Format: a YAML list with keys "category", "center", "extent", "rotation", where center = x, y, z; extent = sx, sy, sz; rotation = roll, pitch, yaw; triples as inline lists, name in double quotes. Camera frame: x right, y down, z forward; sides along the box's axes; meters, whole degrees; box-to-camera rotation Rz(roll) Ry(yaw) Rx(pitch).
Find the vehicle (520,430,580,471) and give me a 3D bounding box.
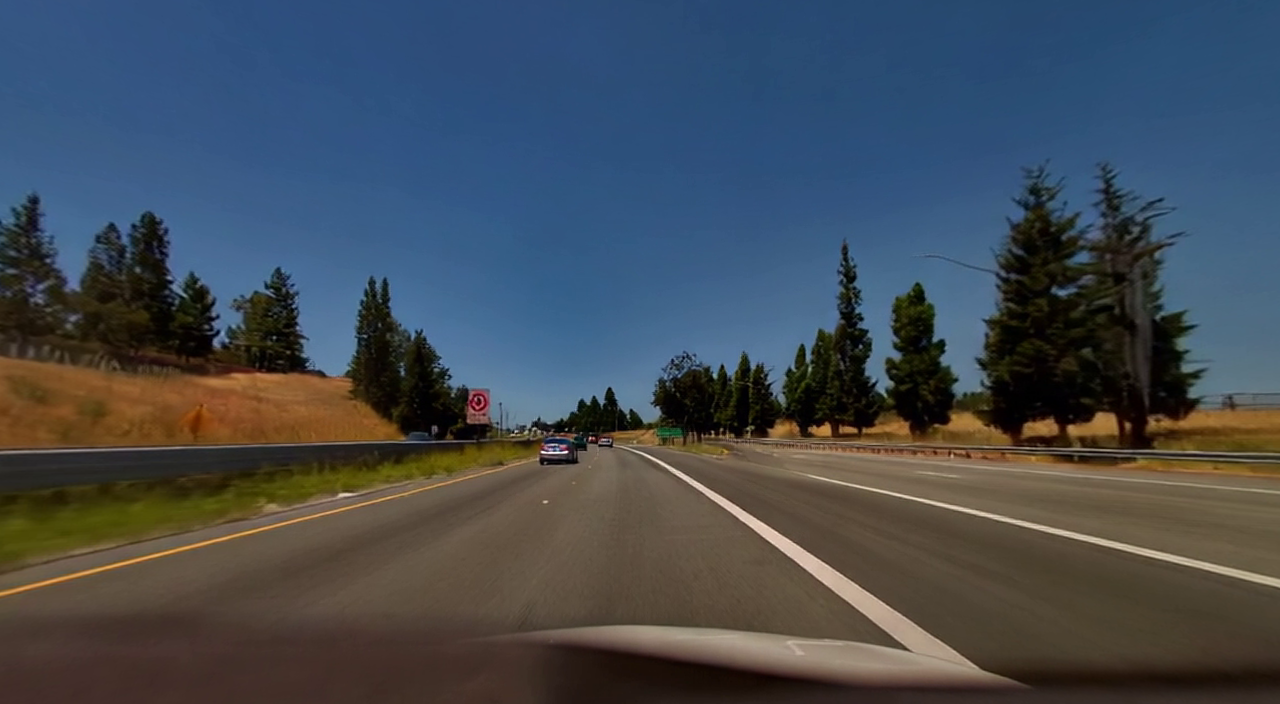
- category: "vehicle"
  center: [-3.823, 4.277, 27.663]
  extent: [2.047, 1.612, 4.631]
  rotation: [0, -8, -1]
